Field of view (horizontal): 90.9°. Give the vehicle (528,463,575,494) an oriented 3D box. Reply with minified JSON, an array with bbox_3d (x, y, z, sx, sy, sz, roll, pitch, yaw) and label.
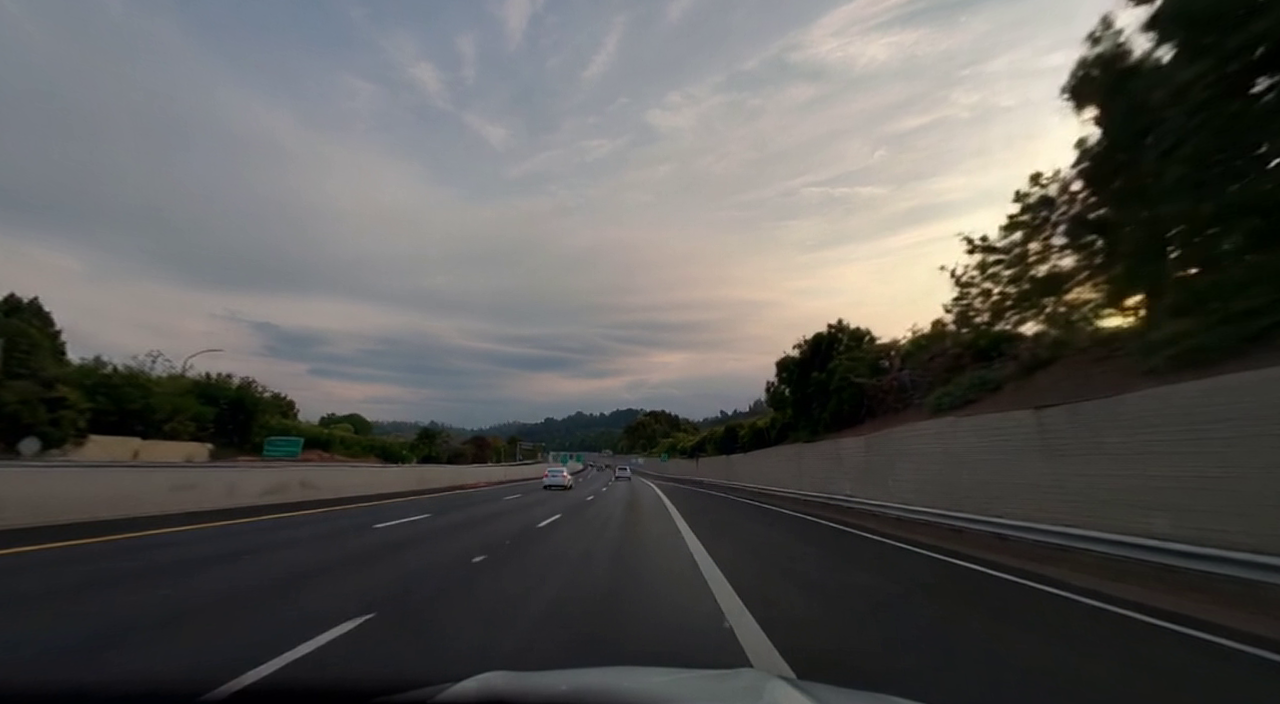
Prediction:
[{"bbox_3d":[-4.945,7.160,35.860,2.039,1.605,4.365,1,-10,0],"label":"vehicle"}]
